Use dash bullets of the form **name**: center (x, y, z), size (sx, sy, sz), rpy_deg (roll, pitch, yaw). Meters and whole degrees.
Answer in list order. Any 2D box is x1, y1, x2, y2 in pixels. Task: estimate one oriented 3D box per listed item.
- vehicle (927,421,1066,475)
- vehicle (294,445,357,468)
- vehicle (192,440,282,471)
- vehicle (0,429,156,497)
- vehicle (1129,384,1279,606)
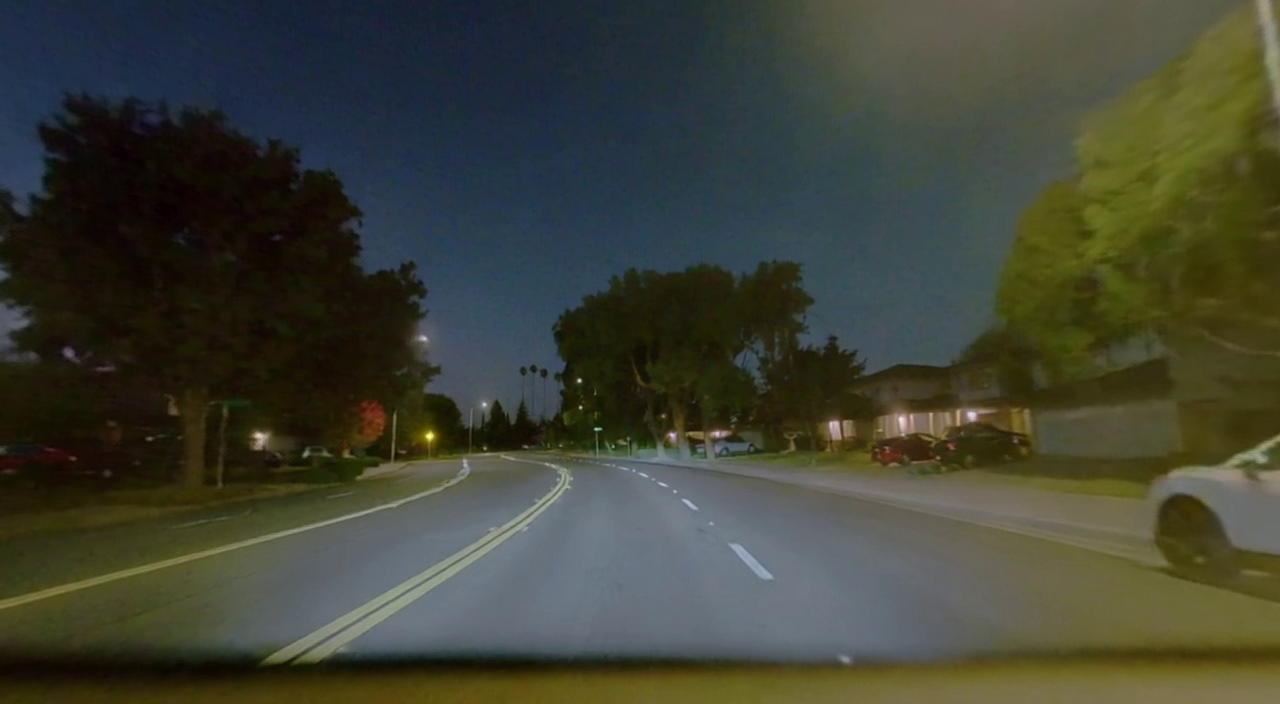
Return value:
- **vehicle**: center (14.155, 3.828, 25.246), size (4.350, 2.047, 1.841), rpy_deg (0, -8, 2)
- **vehicle**: center (-24.192, 8.051, 48.634), size (3.899, 1.729, 2.064), rpy_deg (2, -9, -13)
- **vehicle**: center (-24.661, 6.333, 38.700), size (4.128, 1.861, 1.959), rpy_deg (2, -9, -14)
- **vehicle**: center (-18.580, 3.559, 20.618), size (2.077, 1.948, 4.705), rpy_deg (1, -9, -7)
- **vehicle**: center (6.682, 1.089, 4.508), size (2.315, 1.869, 4.678), rpy_deg (1, -9, -5)
